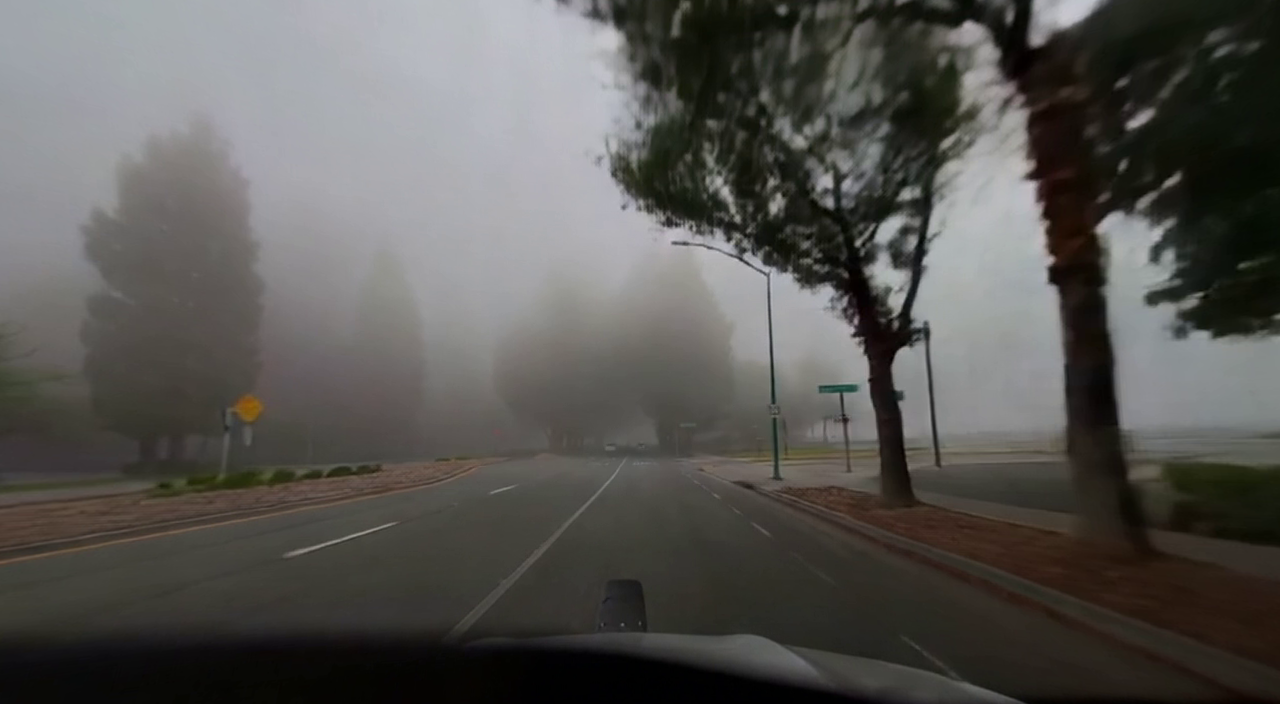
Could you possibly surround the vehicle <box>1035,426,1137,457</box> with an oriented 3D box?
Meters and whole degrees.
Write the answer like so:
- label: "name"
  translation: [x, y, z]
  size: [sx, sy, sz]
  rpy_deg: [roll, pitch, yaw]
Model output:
- label: "vehicle"
  translation: [25.922, 5.214, 36.758]
  size: [4.384, 1.682, 1.866]
  rpy_deg: [-1, -9, 2]
